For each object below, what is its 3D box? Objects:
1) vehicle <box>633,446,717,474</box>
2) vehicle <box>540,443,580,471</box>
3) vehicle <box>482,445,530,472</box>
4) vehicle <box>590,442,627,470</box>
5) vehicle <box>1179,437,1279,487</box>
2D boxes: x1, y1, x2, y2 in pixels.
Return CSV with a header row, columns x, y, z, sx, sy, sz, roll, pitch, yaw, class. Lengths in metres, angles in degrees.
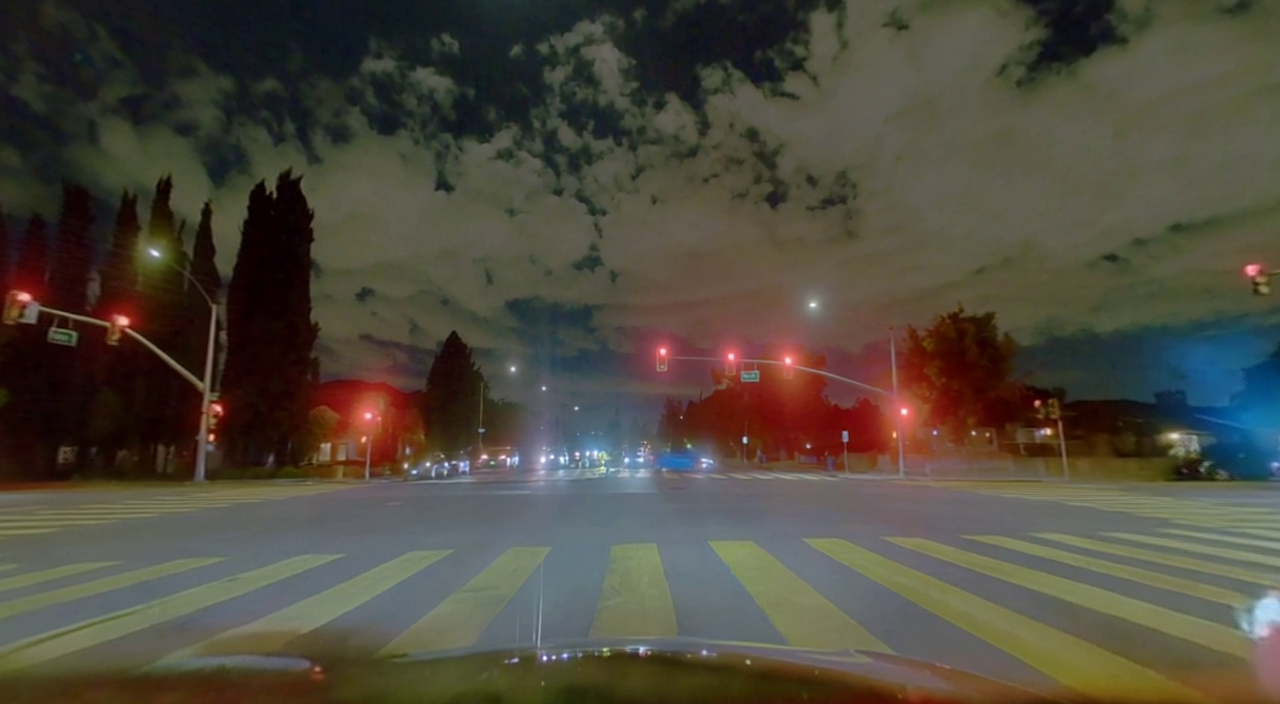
x,y,z,sx,sy,sz,roll,pitch,yaw,class
1.936,5.901,34.715,4.118,1.491,2.046,-4,-9,23,vehicle
-5.270,6.966,42.136,2.091,1.707,4.157,0,-8,1,vehicle
-8.687,6.948,41.427,2.028,1.654,5.027,0,-8,0,vehicle
-2.137,7.271,44.482,2.355,1.868,5.125,0,-8,0,vehicle
23.981,4.156,24.082,4.952,1.803,2.075,0,-9,-2,vehicle
